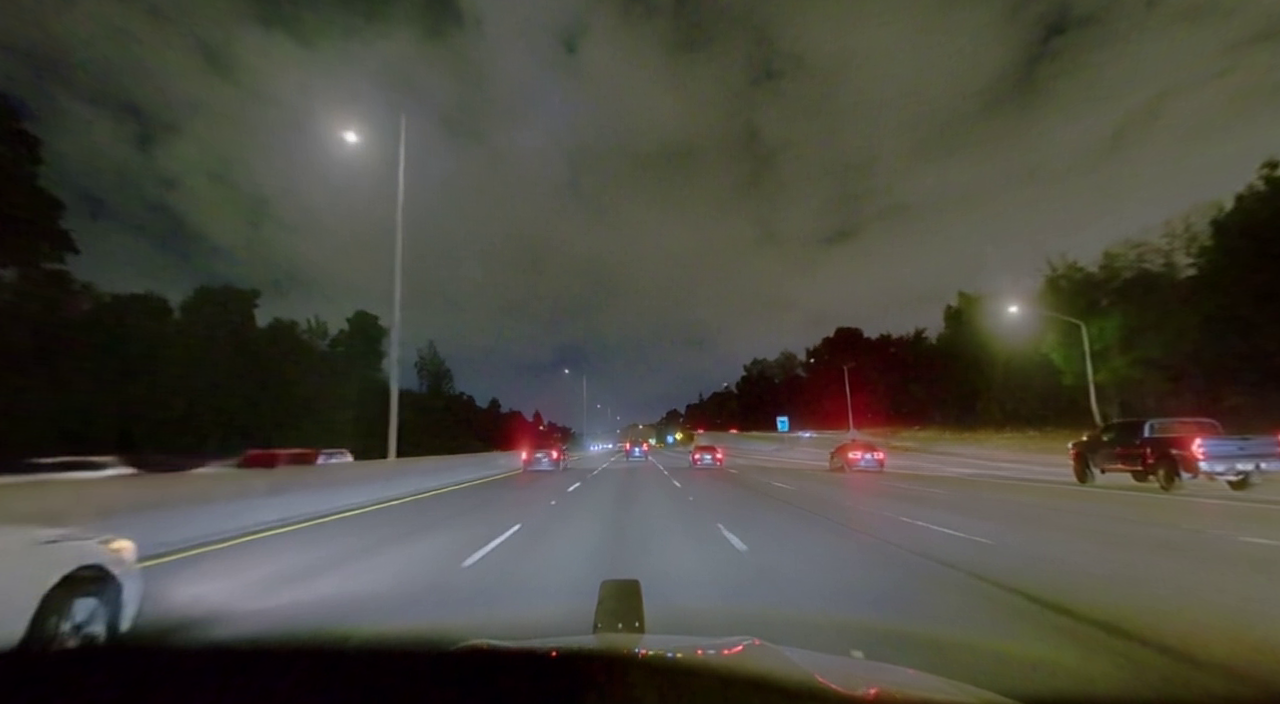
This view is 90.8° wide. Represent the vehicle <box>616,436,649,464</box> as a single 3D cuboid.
[{"bbox_3d":[-0.502,6.902,44.423,2.192,1.813,4.864,0,-8,-1],"label":"vehicle"}]

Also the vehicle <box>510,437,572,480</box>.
[{"bbox_3d":[-4.065,4.459,26.670,1.992,1.651,4.185,0,-8,0],"label":"vehicle"}]

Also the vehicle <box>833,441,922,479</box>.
[{"bbox_3d":[9.389,4.285,25.319,1.910,1.384,3.867,1,-8,-3],"label":"vehicle"}]

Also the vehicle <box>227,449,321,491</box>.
[{"bbox_3d":[-13.148,4.240,22.918,1.455,1.372,3.287,0,-9,-1],"label":"vehicle"}]

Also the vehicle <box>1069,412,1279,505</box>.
[{"bbox_3d":[12.903,2.443,14.871,2.076,1.799,4.871,0,-8,-1],"label":"vehicle"}]

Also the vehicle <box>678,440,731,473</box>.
[{"bbox_3d":[3.051,5.094,30.945,2.007,1.469,4.337,0,-8,-2],"label":"vehicle"}]

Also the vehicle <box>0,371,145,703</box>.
[{"bbox_3d":[-3.636,0.691,1.037,2.119,1.654,4.353,0,-9,-1],"label":"vehicle"}]
